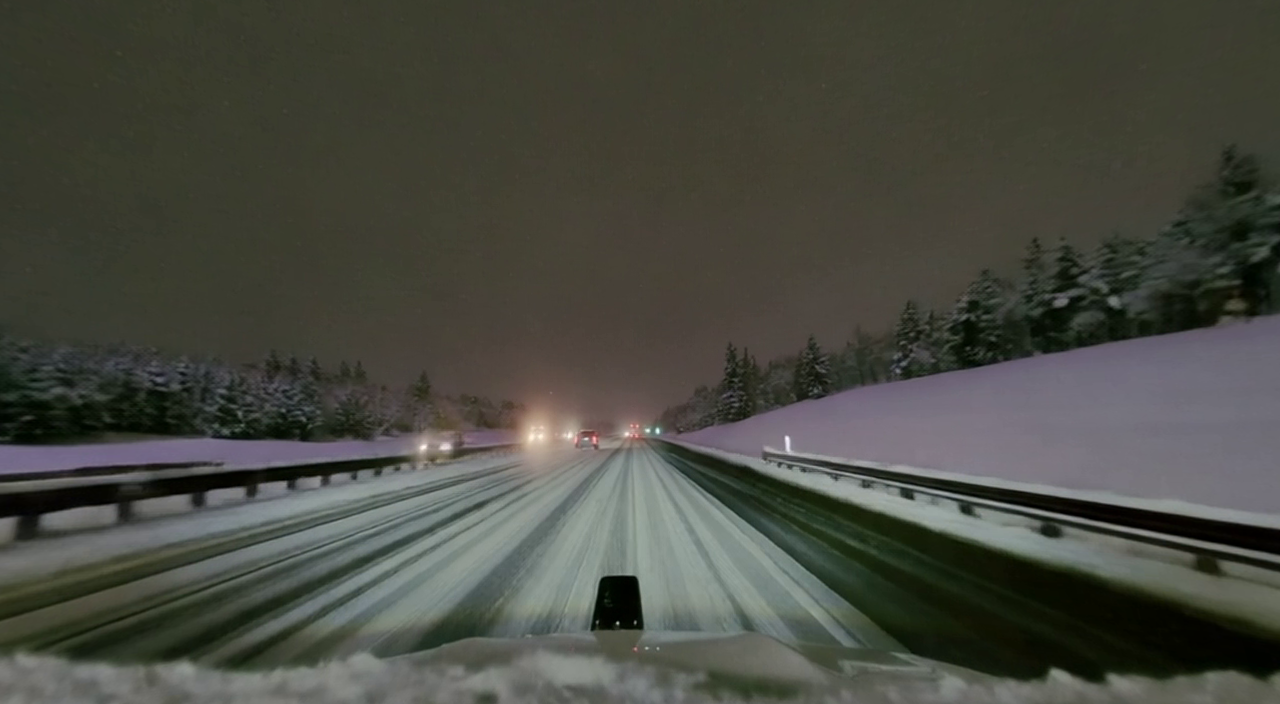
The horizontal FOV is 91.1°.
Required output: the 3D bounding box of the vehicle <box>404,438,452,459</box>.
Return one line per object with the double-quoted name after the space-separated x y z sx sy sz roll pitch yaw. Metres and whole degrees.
-15.481 7.028 46.068 1.785 1.464 4.607 -1 -8 2 "vehicle"
